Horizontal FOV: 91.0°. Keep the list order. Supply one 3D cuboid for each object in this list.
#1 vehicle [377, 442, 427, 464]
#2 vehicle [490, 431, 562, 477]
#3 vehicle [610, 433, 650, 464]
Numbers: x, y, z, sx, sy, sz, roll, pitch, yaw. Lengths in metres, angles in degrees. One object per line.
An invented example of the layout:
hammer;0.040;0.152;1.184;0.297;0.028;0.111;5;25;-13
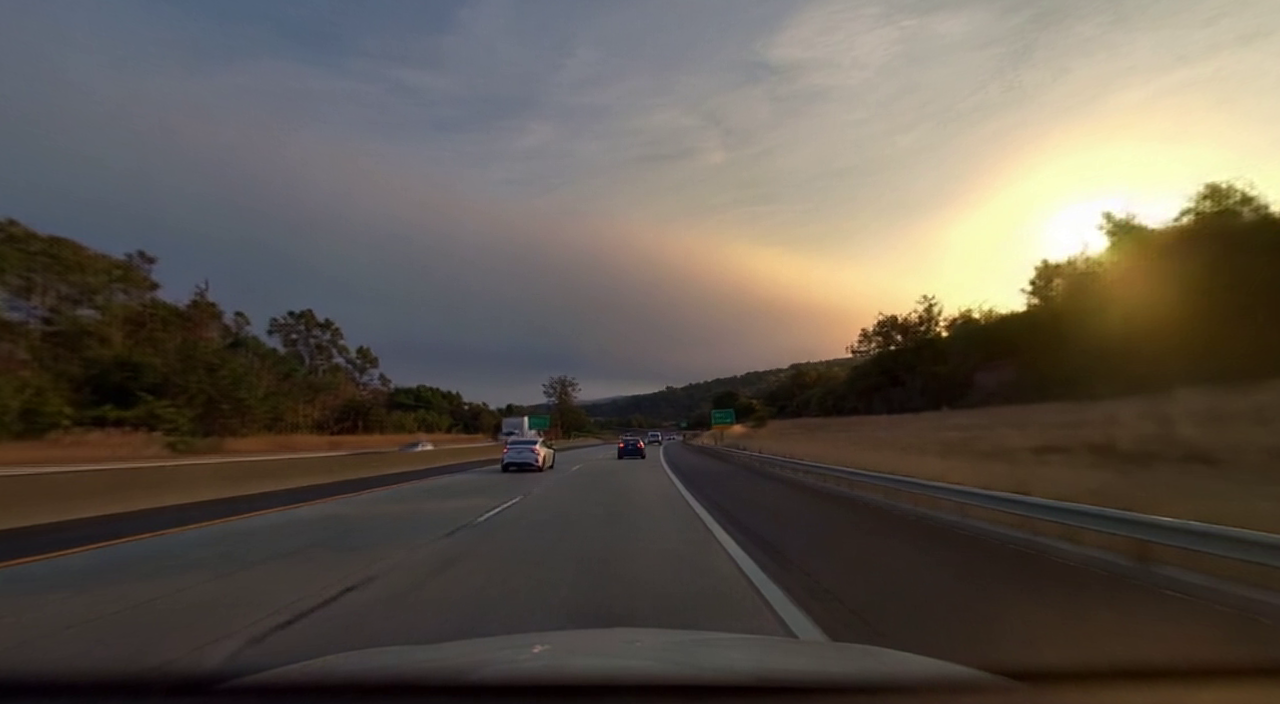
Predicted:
vehicle;-16.623;7.053;44.130;1.803;1.451;4.112;-1;-8;2
vehicle;-4.542;4.140;25.784;2.075;1.653;4.317;-1;-8;2
vehicle;-0.558;5.487;36.058;2.146;1.636;4.026;-1;-8;0
